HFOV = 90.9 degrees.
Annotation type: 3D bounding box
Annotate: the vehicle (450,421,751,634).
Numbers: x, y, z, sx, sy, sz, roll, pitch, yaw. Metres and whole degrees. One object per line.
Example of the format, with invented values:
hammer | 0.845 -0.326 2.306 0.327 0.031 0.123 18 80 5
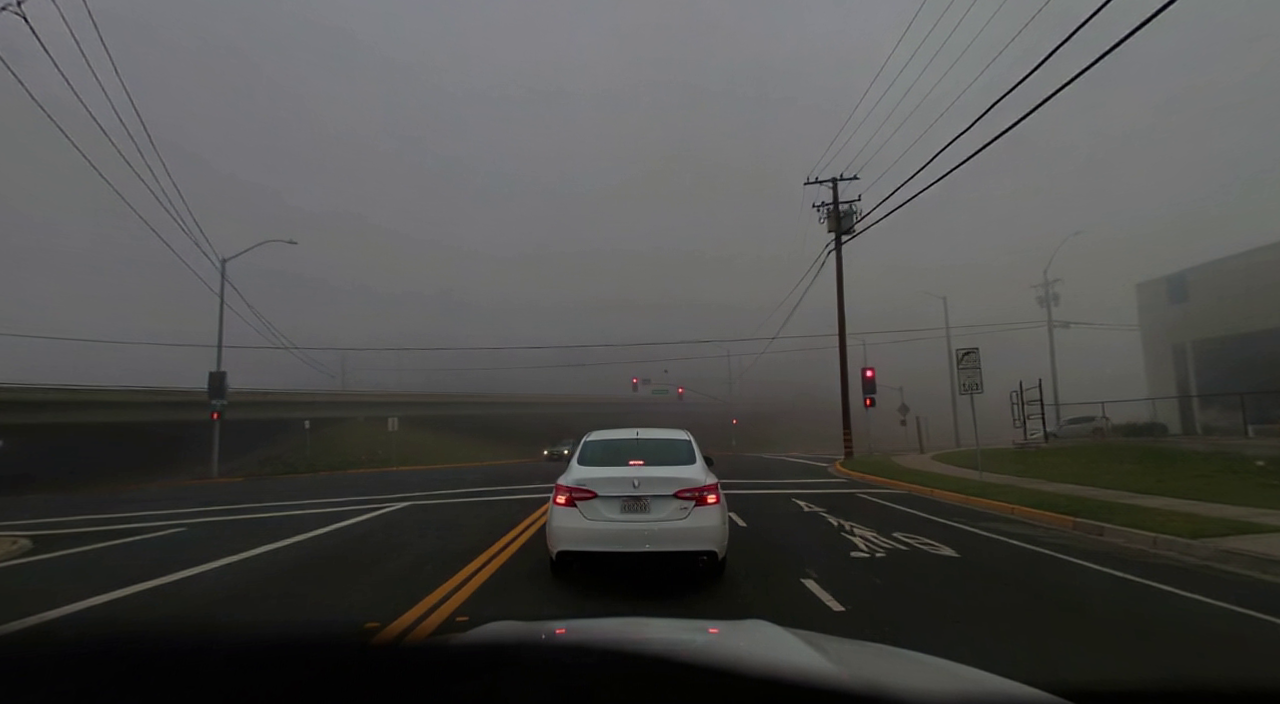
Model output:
vehicle | -0.236 1.530 6.463 2.090 1.458 4.033 -1 -9 1
